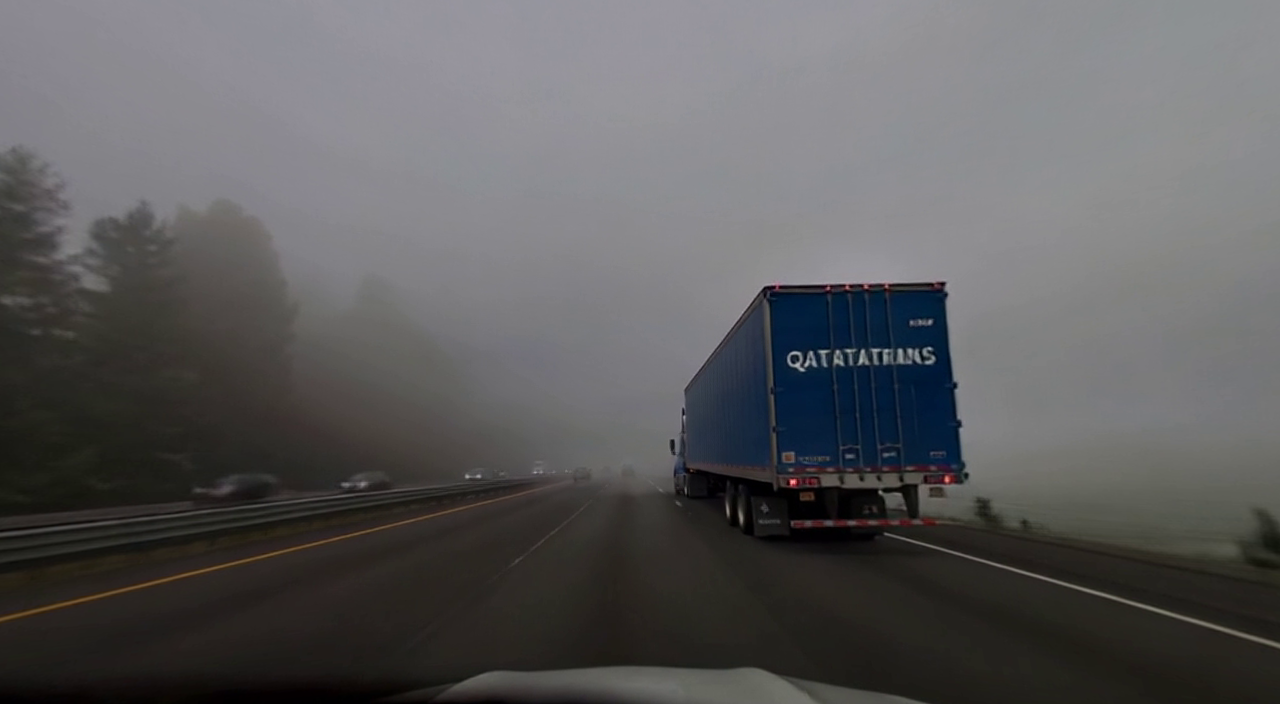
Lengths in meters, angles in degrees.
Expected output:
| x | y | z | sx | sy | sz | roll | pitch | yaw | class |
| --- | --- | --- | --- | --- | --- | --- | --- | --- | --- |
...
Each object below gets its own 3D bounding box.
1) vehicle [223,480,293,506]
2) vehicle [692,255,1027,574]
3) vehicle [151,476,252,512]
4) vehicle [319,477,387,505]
| x | y | z | sx | sy | sz | roll | pitch | yaw | class |
| --- | --- | --- | --- | --- | --- | --- | --- | --- | --- |
| -21.840 | 8.057 | 36.162 | 1.758 | 1.359 | 3.467 | 0 | -11 | 2 | vehicle |
| 3.152 | 1.694 | 13.272 | 2.871 | 4.032 | 10.642 | 1 | -11 | -2 | vehicle |
| -21.733 | 7.020 | 31.462 | 1.795 | 1.576 | 4.451 | 0 | -11 | 0 | vehicle |
| -17.286 | 8.382 | 38.211 | 1.885 | 1.474 | 4.731 | 0 | -11 | 0 | vehicle |
